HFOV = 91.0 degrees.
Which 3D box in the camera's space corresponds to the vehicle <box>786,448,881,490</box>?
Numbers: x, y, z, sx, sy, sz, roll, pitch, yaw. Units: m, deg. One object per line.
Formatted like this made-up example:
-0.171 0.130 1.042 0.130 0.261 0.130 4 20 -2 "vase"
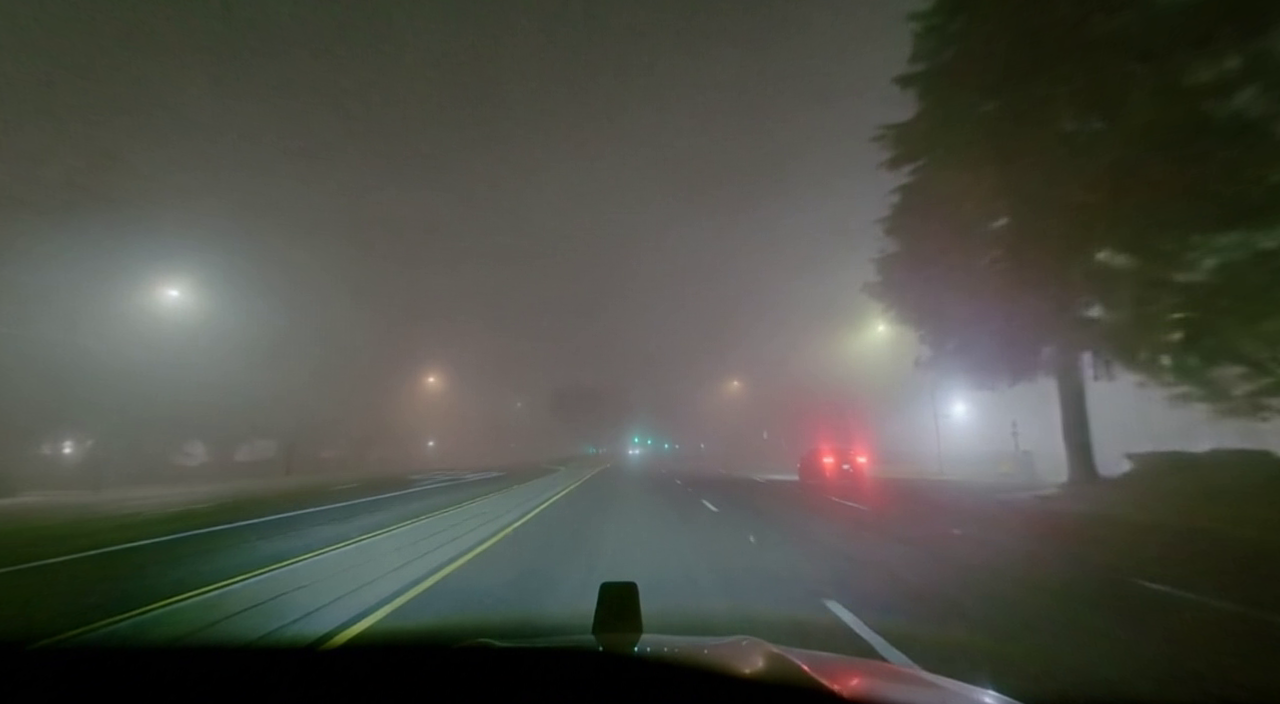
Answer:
7.136 4.350 23.783 2.054 1.421 4.487 0 -9 -1 "vehicle"
